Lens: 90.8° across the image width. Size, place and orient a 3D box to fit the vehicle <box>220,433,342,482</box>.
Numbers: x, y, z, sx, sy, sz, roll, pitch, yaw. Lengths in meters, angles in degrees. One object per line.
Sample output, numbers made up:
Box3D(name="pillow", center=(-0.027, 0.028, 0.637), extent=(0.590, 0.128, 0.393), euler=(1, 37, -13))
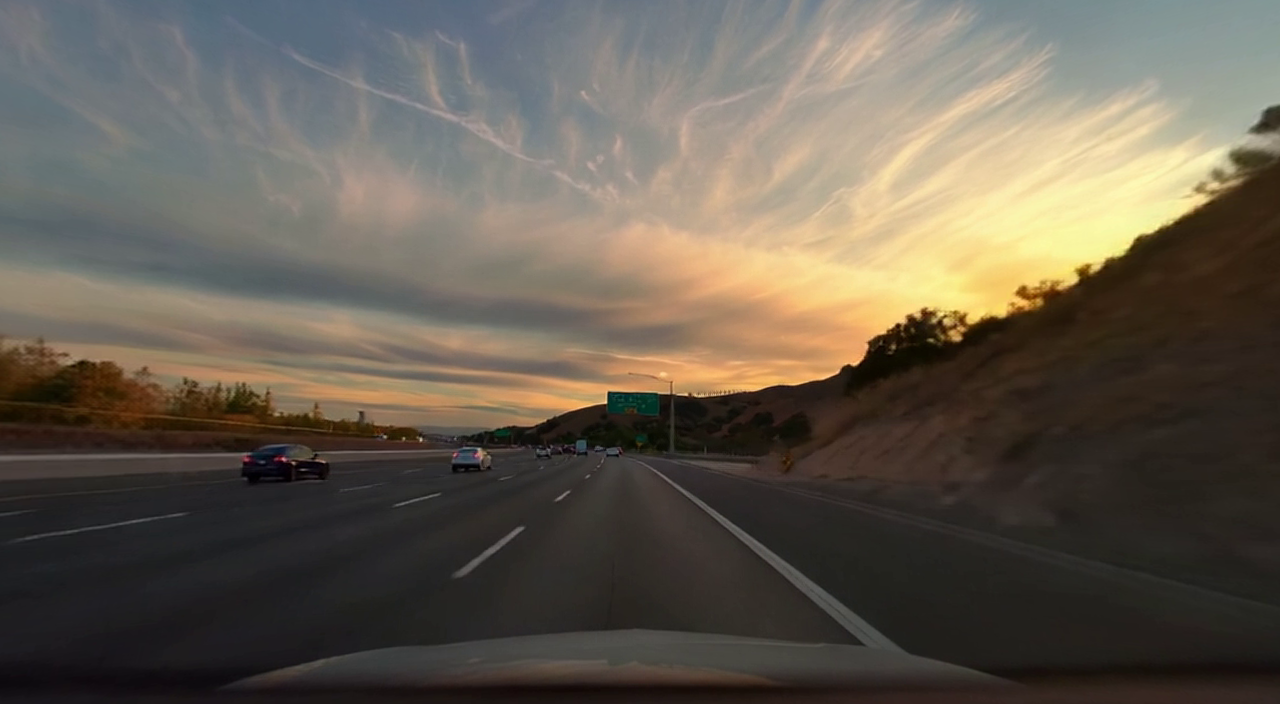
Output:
Box3D(name="vehicle", center=(-15.681, 4.654, 28.063), extent=(2.240, 1.953, 5.452), euler=(0, -9, -1))

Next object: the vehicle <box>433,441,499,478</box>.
Box3D(name="vehicle", center=(-8.519, 5.311, 31.387), extent=(2.104, 1.715, 4.319), euler=(0, -9, -1))
